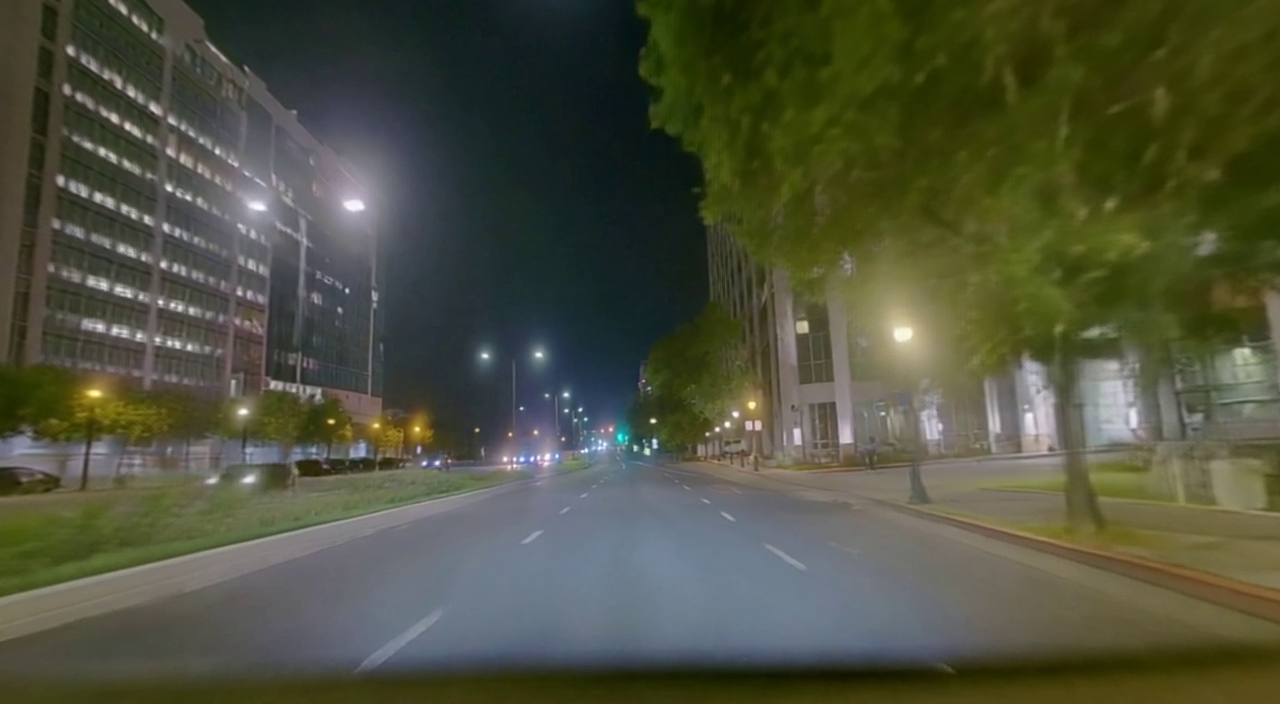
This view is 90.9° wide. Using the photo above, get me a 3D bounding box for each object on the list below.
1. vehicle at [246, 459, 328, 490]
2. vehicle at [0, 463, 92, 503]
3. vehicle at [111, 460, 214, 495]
[{"bbox_3d":[-18.915,6.585,34.039,1.835,1.417,4.352,0,-8,2],"label":"vehicle"},{"bbox_3d":[-31.657,6.732,32.711,2.235,1.777,4.963,1,-8,-5],"label":"vehicle"},{"bbox_3d":[-26.082,6.846,34.662,2.124,1.650,4.413,0,-8,1],"label":"vehicle"}]
